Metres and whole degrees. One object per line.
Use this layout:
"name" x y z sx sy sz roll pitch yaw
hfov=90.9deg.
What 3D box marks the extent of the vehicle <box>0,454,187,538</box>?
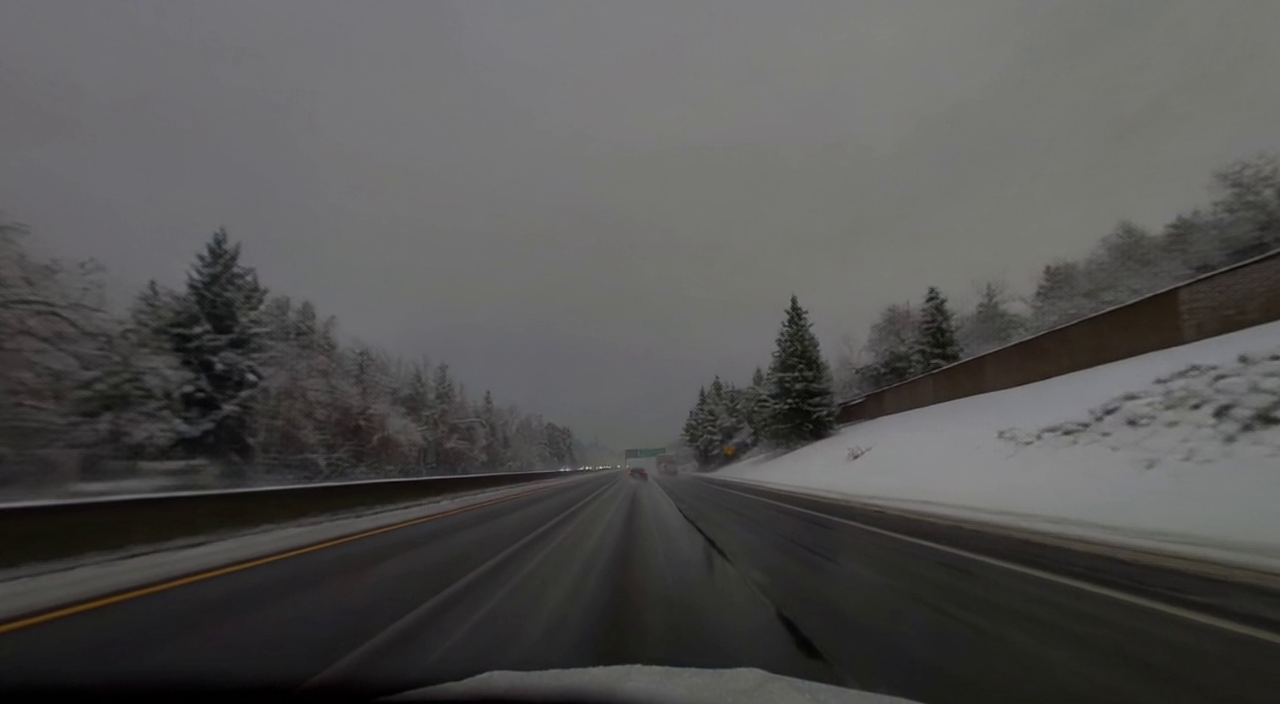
"vehicle" -12.257 2.920 13.252 1.885 1.461 4.779 1 -10 0
